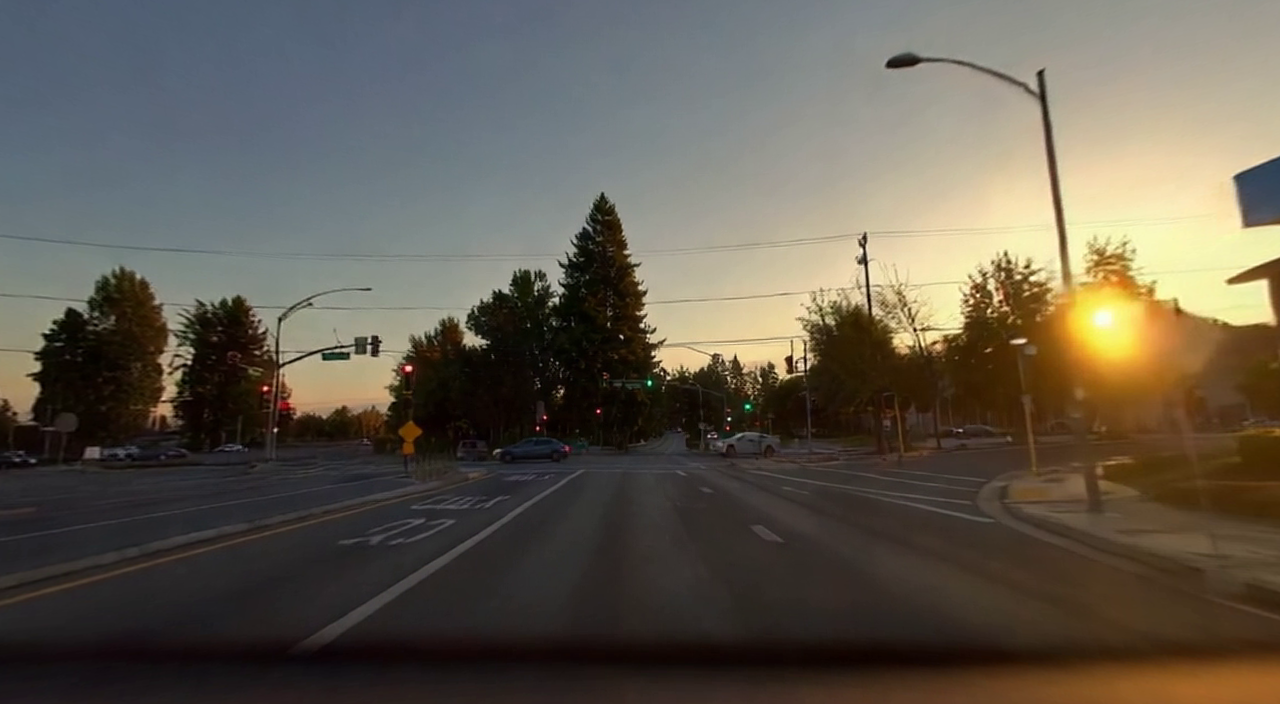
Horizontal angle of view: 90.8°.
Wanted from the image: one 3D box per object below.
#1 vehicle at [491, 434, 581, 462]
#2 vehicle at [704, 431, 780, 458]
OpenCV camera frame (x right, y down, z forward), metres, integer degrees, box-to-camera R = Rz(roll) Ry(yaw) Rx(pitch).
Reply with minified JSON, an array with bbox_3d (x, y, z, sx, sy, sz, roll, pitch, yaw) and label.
[{"bbox_3d":[-5.904,5.453,36.123,4.709,1.501,1.895,5,-10,-32],"label":"vehicle"},{"bbox_3d":[6.471,5.900,40.425,4.478,1.678,1.870,0,-8,-3],"label":"vehicle"}]
